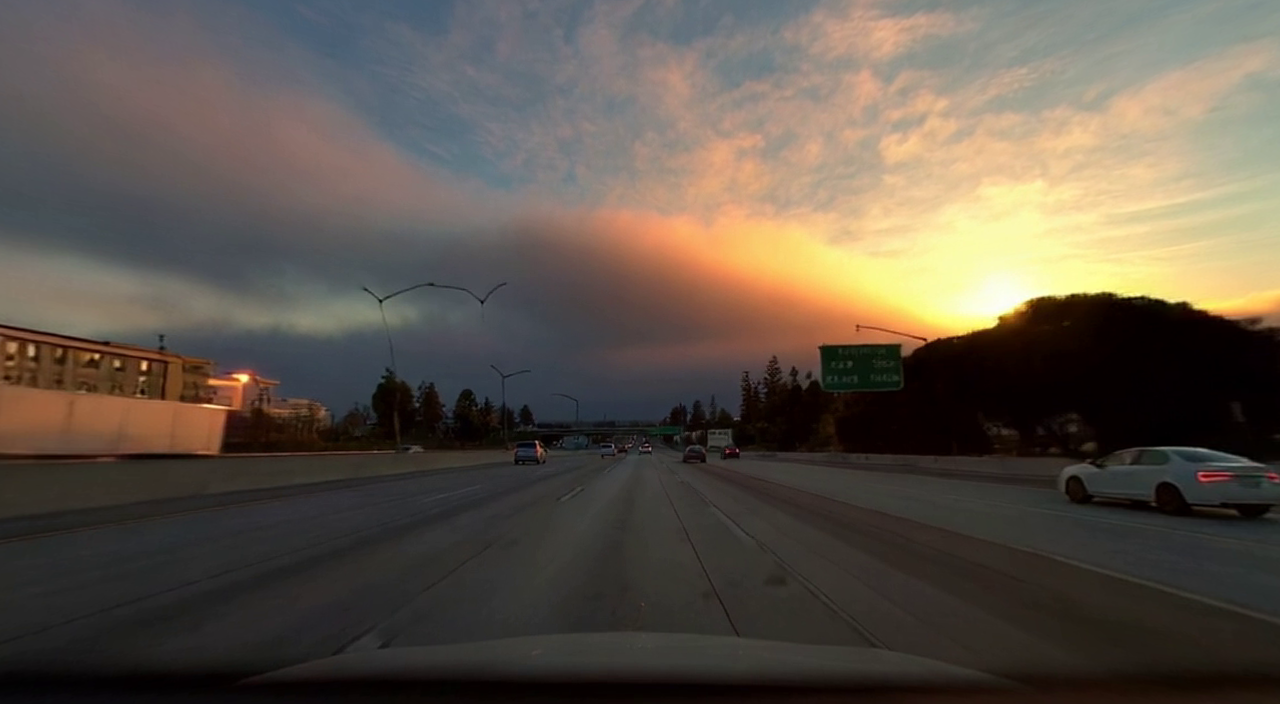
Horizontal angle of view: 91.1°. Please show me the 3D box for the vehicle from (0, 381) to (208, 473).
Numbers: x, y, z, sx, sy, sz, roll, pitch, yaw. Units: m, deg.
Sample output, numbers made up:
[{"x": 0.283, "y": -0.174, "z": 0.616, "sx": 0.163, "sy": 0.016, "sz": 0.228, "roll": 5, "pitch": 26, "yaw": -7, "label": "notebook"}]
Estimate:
[{"x": -28.882, "y": 3.956, "z": 31.803, "sx": 2.859, "sy": 3.925, "sz": 15.495, "roll": 0, "pitch": -9, "yaw": 0, "label": "vehicle"}]

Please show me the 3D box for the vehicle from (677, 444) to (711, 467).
[{"x": 3.648, "y": 7.057, "z": 42.892, "sx": 1.950, "sy": 1.453, "sz": 3.378, "roll": 0, "pitch": -9, "yaw": -1, "label": "vehicle"}]

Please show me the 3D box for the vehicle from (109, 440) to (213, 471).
[{"x": -24.521, "y": 5.285, "z": 32.350, "sx": 1.821, "sy": 1.455, "sz": 4.380, "roll": 0, "pitch": -9, "yaw": 1, "label": "vehicle"}]

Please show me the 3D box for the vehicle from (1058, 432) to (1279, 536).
[{"x": 10.199, "y": 2.244, "z": 11.312, "sx": 1.979, "sy": 1.467, "sz": 4.839, "roll": 0, "pitch": -9, "yaw": 0, "label": "vehicle"}]

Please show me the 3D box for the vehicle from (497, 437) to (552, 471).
[{"x": -6.337, "y": 5.647, "z": 34.868, "sx": 2.091, "sy": 1.746, "sz": 4.437, "roll": 0, "pitch": -9, "yaw": 1, "label": "vehicle"}]
